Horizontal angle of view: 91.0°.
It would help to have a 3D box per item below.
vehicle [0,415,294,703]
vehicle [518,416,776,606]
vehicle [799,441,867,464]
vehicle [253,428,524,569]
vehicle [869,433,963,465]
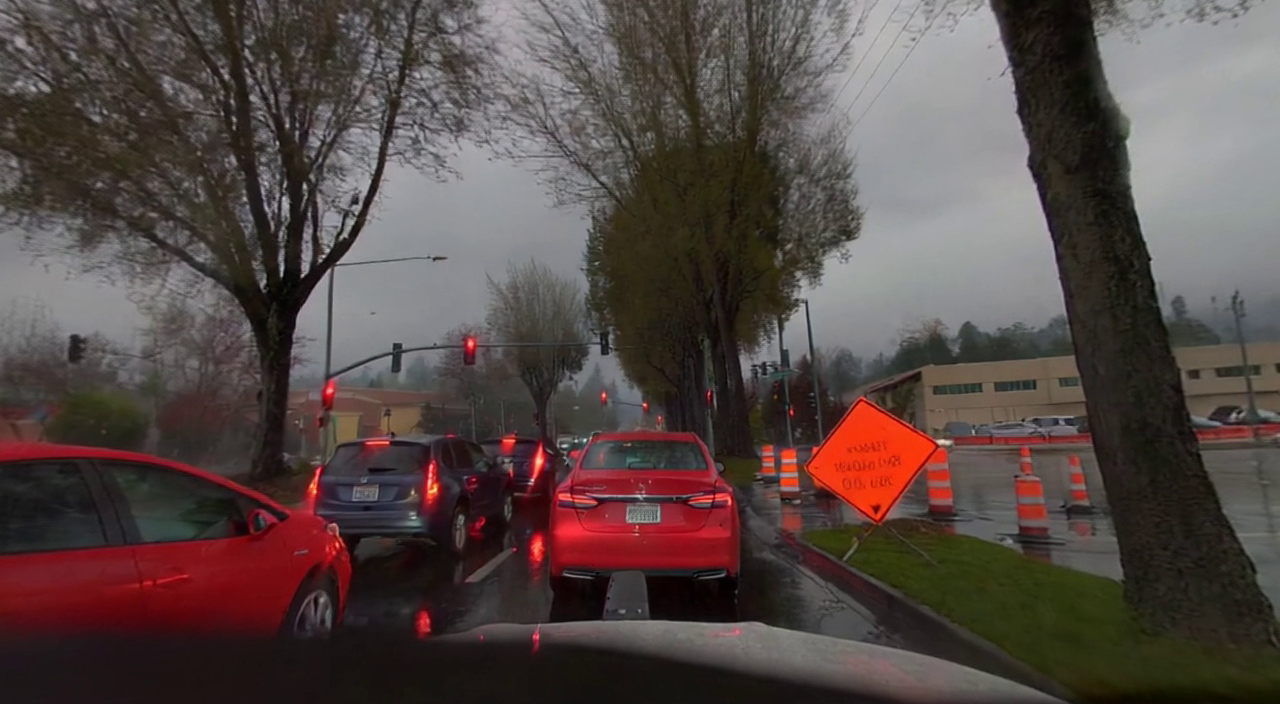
[{"bbox_3d":[-3.594,0.944,2.148,2.064,1.497,4.722,0,-9,1],"label":"vehicle"},{"bbox_3d":[0.104,1.620,7.210,2.167,1.560,3.676,0,-9,1],"label":"vehicle"},{"bbox_3d":[15.130,7.906,49.502,4.672,1.676,1.867,1,-9,-1],"label":"vehicle"},{"bbox_3d":[-3.272,1.998,9.447,1.989,1.541,4.626,0,-9,2],"label":"vehicle"},{"bbox_3d":[17.795,6.279,40.794,5.082,1.907,2.115,0,-9,2],"label":"vehicle"}]
